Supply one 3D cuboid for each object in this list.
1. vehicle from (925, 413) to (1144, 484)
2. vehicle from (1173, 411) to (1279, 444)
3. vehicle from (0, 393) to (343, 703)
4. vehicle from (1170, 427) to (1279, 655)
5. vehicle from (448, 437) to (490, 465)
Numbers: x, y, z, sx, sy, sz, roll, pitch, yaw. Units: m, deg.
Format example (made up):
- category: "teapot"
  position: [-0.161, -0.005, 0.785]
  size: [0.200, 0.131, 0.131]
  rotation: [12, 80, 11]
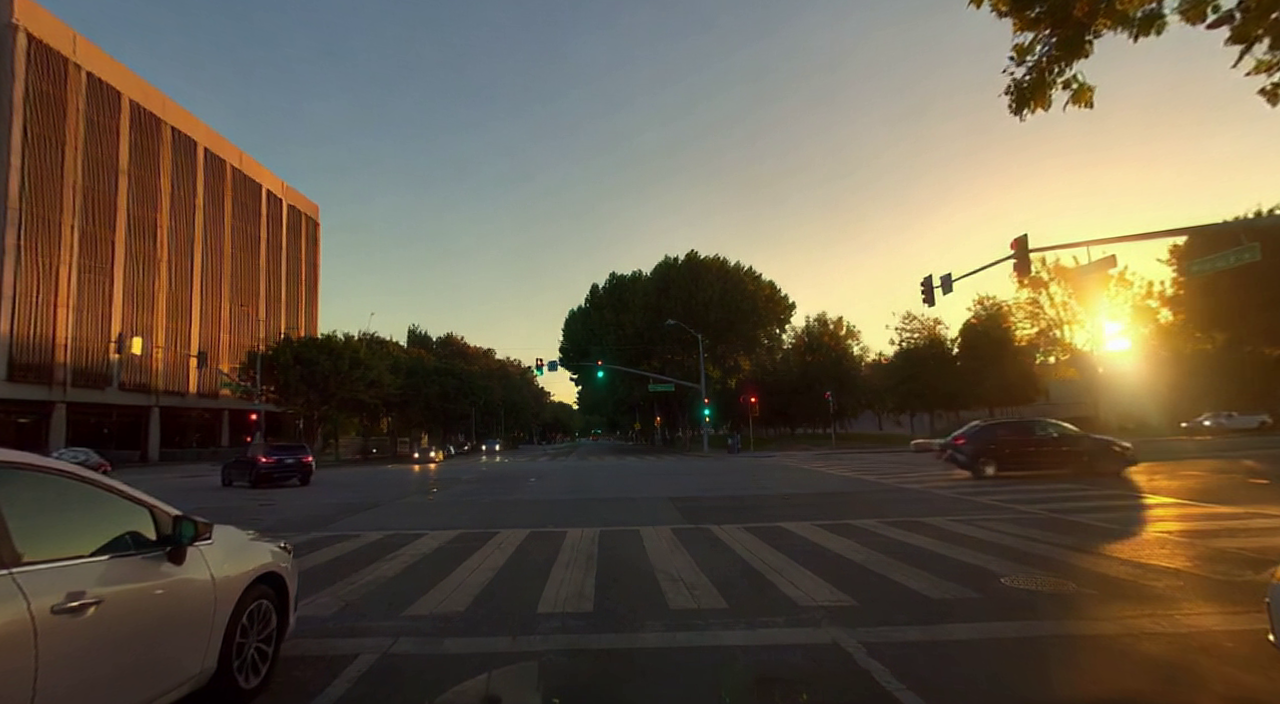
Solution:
- category: "vehicle"
  position: [11.082, 2.769, 18.160]
  size: [4.778, 1.871, 2.109]
  rotation: [-2, -8, 9]
- category: "vehicle"
  position: [33.178, 4.261, 35.438]
  size: [4.611, 1.797, 2.096]
  rotation: [0, -8, -2]
- category: "vehicle"
  position: [-3.064, 0.895, 2.149]
  size: [1.919, 1.478, 4.720]
  rotation: [0, -8, -1]
- category: "vehicle"
  position: [4.935, 0.988, 2.550]
  size: [1.949, 1.449, 4.530]
  rotation: [-1, -8, 5]
- category: "vehicle"
  position: [-12.806, 7.421, 47.515]
  size: [2.051, 1.715, 4.346]
  rotation: [-3, -6, -2]
